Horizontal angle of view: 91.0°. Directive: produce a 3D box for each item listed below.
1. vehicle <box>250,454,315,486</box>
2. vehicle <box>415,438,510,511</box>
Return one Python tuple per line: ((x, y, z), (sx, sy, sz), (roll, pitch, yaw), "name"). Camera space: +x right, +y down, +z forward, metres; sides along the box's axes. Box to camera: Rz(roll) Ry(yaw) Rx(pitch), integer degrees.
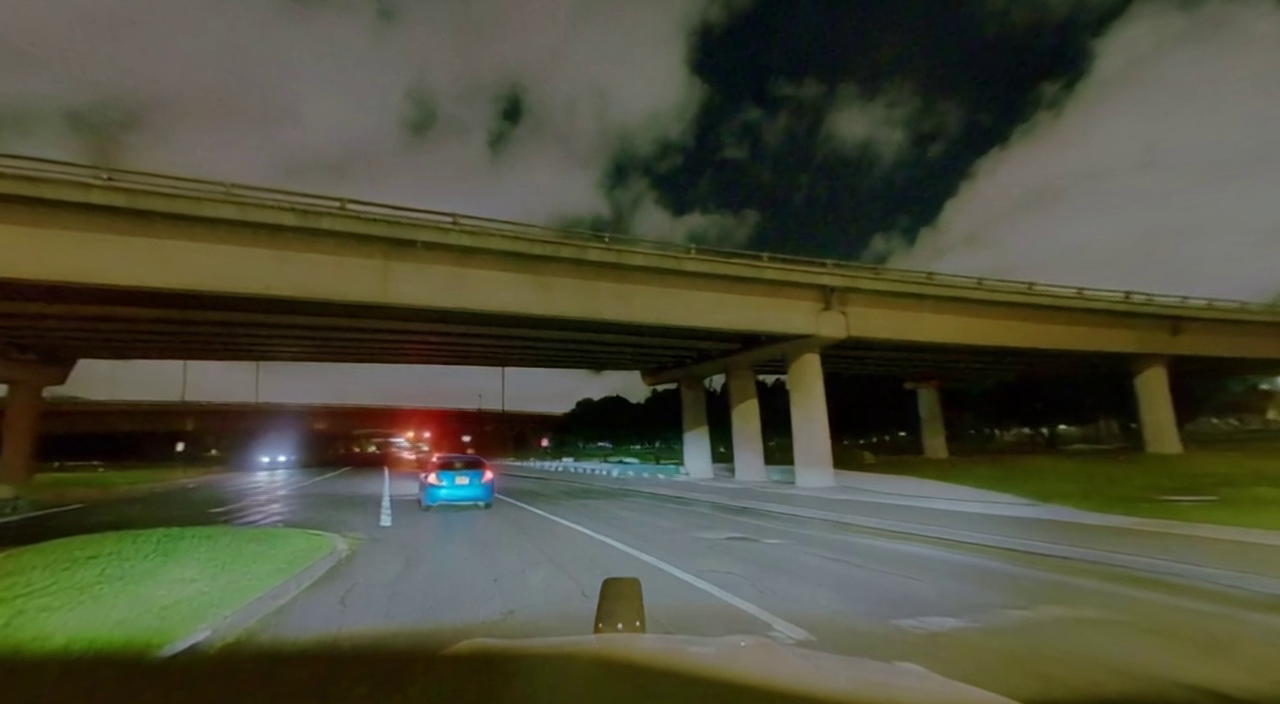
((-19.011, 6.276, 33.673), (2.009, 1.523, 4.641), (3, -9, -17), "vehicle")
((-4.627, 3.038, 16.063), (1.976, 1.584, 3.772), (3, -9, -20), "vehicle")
